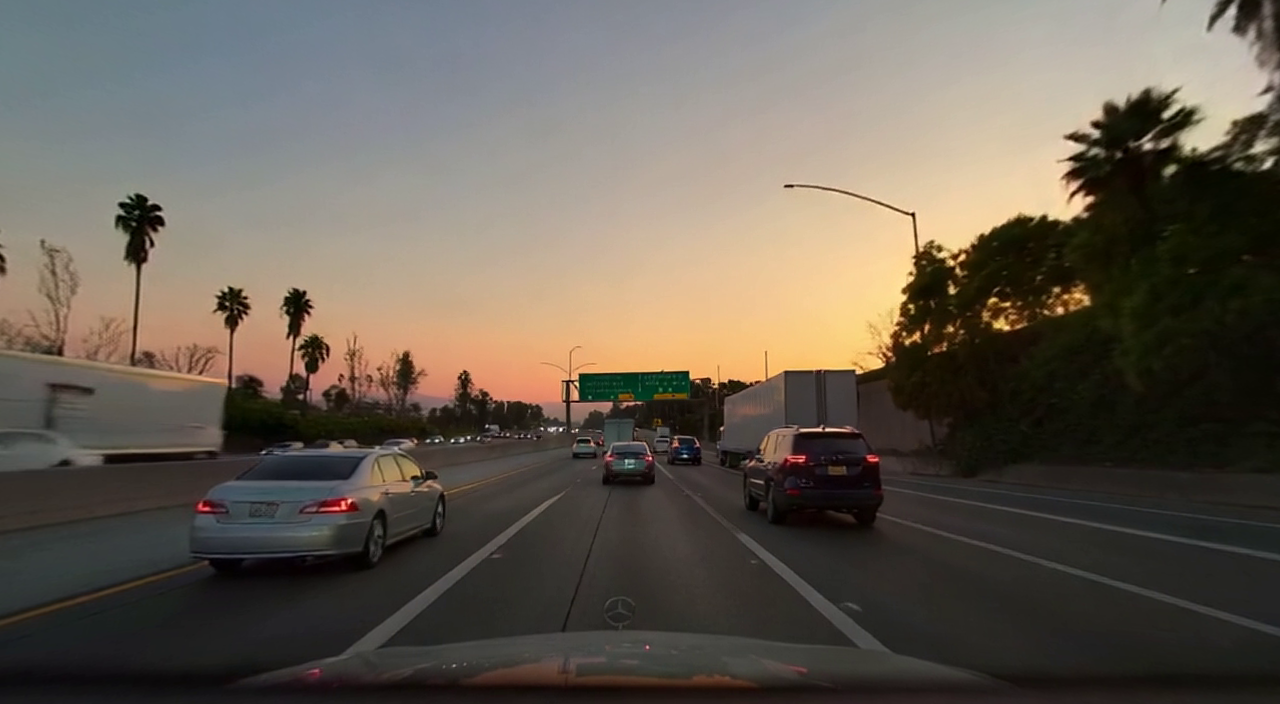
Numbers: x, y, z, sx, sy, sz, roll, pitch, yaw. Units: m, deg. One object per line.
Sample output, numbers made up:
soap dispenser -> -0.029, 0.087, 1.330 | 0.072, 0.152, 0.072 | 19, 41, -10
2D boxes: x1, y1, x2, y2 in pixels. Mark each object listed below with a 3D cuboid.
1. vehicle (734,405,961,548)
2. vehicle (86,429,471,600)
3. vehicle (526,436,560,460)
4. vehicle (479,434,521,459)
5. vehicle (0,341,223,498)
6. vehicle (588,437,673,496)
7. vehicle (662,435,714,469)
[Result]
vehicle -> 3.091, 1.979, 10.641 | 2.173, 1.870, 4.499 | 0, -8, -1
vehicle -> -3.645, 1.696, 7.571 | 1.998, 1.423, 4.436 | 0, -8, 0
vehicle -> -7.204, 7.174, 47.049 | 2.018, 1.675, 4.281 | 0, -8, -2
vehicle -> -10.241, 6.970, 46.452 | 2.131, 1.792, 4.757 | 0, -8, -1
vehicle -> -17.778, 2.137, 18.792 | 3.177, 3.891, 11.315 | 0, -8, -2
vehicle -> -0.280, 3.199, 17.989 | 2.136, 1.470, 3.971 | 0, -8, -1
vehicle -> 2.727, 5.851, 37.152 | 2.476, 1.843, 5.652 | 0, -8, -2
